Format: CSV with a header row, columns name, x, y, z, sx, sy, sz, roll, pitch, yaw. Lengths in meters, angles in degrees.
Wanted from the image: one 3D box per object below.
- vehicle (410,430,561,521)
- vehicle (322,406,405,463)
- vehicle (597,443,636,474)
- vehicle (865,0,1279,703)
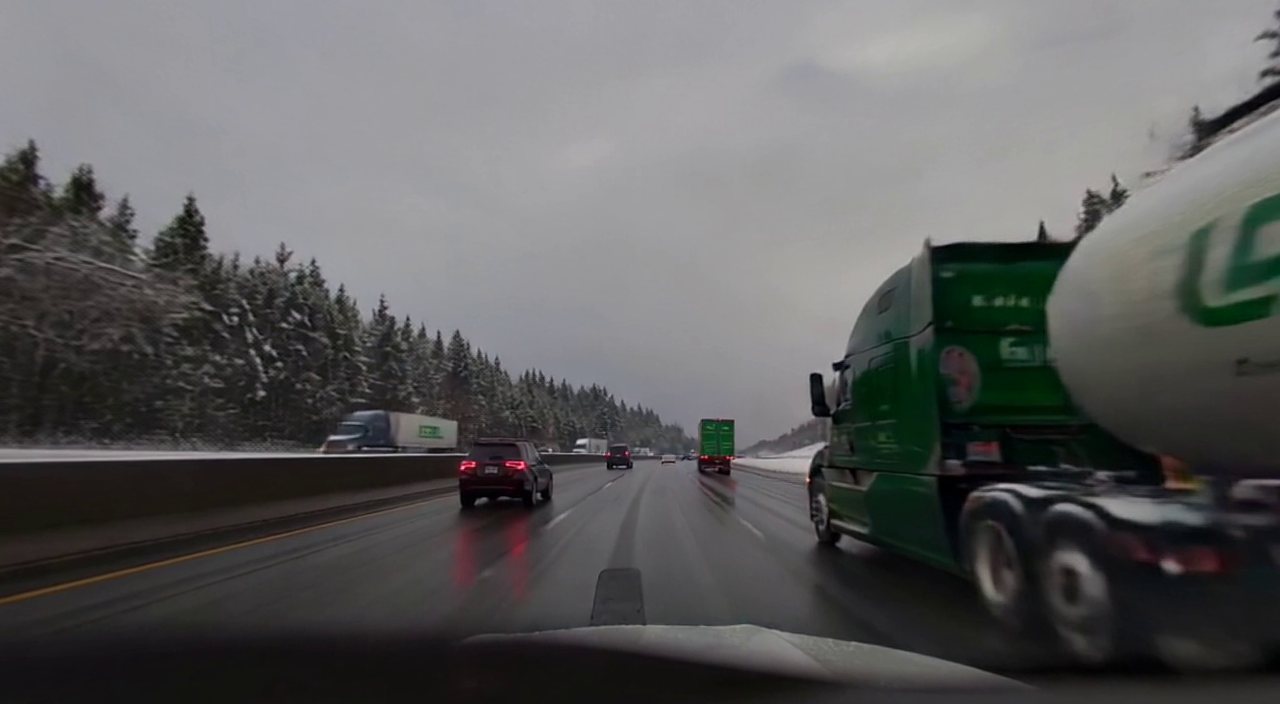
name,x,y,z,sx,sy,sz,roll,pitch,yaw
vehicle,-3.241,2.717,14.318,2.205,1.728,4.397,0,-9,1
vehicle,-20.425,6.196,46.958,2.943,3.973,5.837,-1,-9,5
vehicle,-1.598,7.586,45.124,2.201,2.038,5.065,-1,-9,4
vehicle,4.137,-0.052,2.074,2.732,3.585,11.338,0,-9,1
